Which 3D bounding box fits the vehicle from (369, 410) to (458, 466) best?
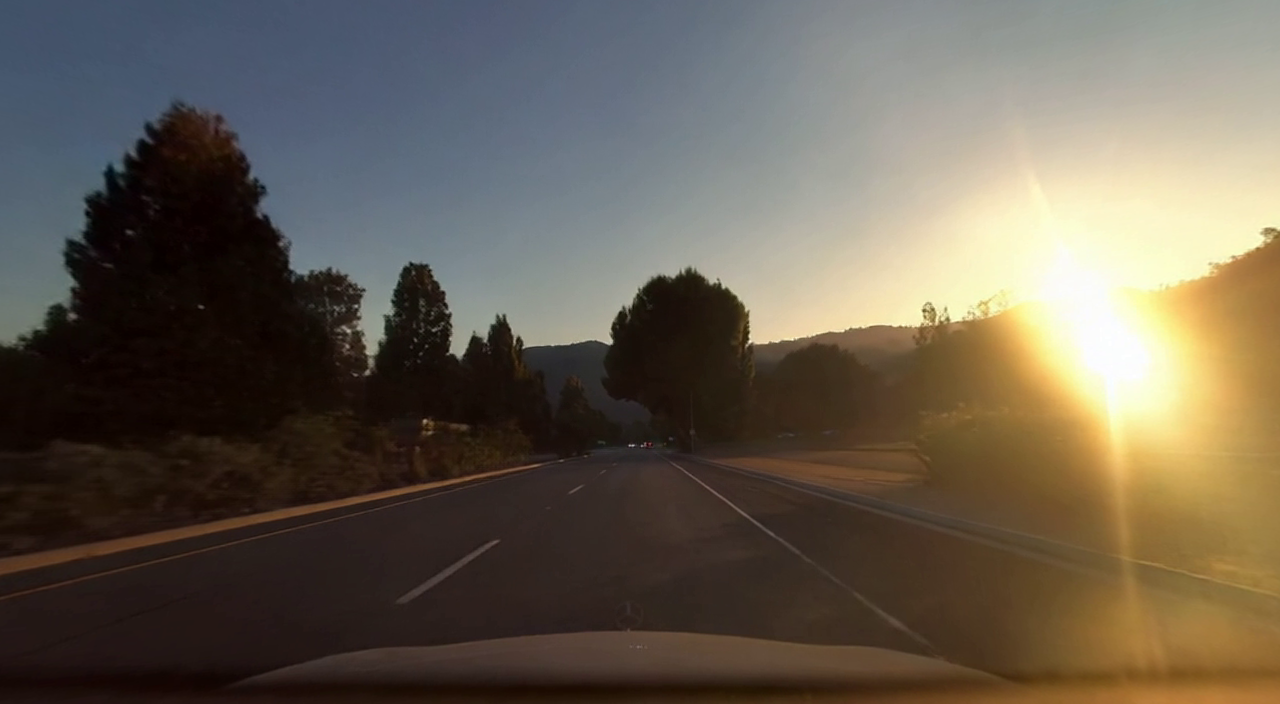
[{"bbox_3d":[-17.007,6.642,48.247,3.008,3.803,9.935,0,-8,0],"label":"vehicle"}]
